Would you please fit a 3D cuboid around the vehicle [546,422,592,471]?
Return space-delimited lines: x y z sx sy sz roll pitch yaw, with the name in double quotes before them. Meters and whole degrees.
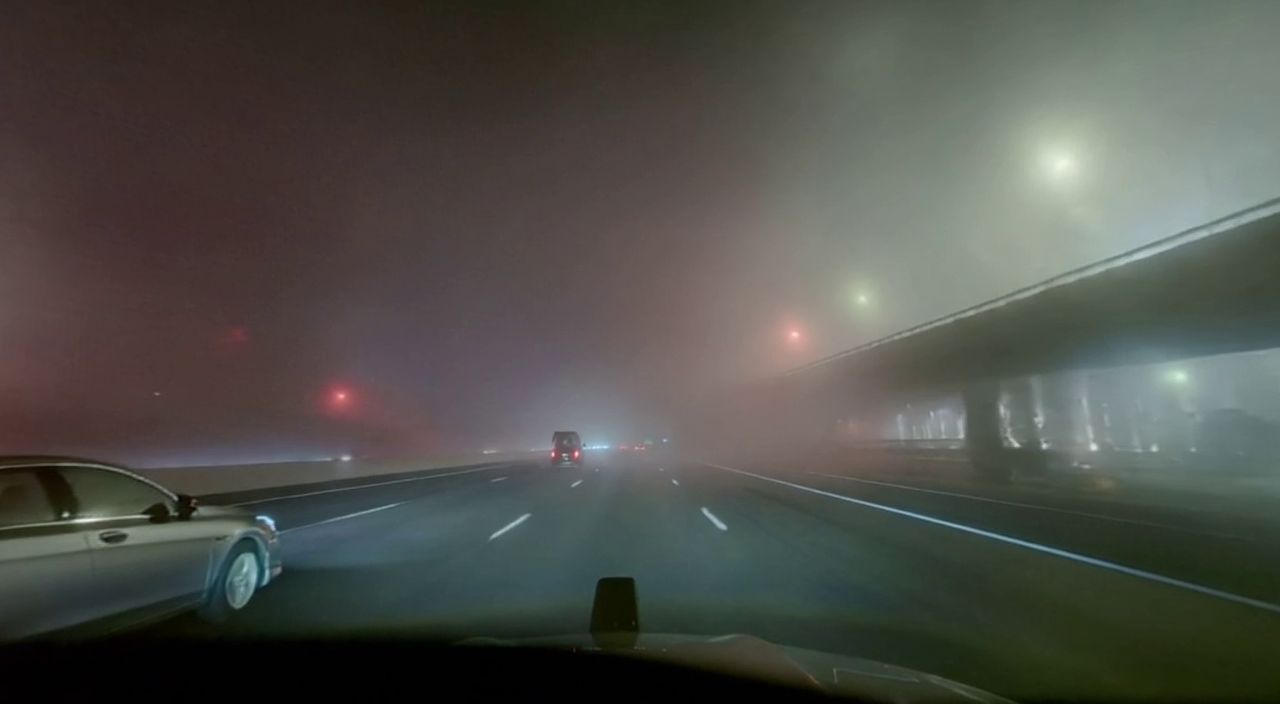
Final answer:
"vehicle" -4.516 6.183 41.351 2.364 2.953 6.732 0 -9 -1

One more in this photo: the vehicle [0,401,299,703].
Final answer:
"vehicle" -3.990 1.045 3.129 2.025 1.556 4.594 0 -9 0
